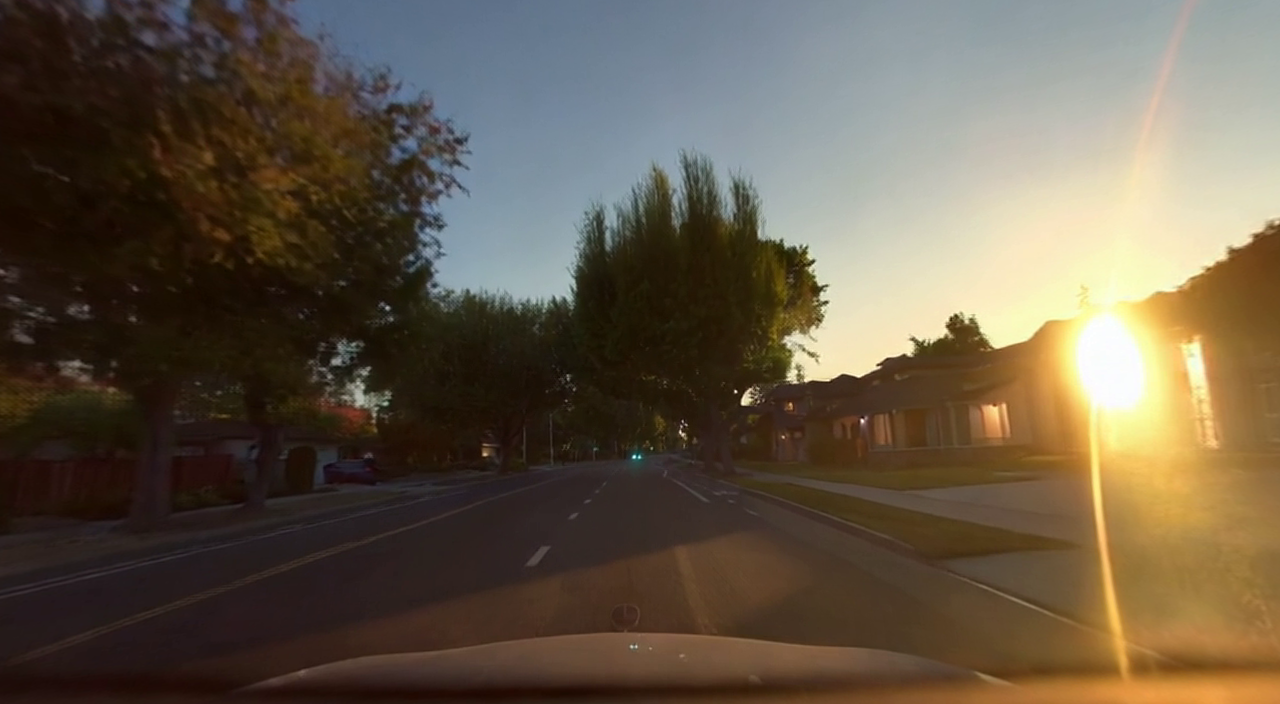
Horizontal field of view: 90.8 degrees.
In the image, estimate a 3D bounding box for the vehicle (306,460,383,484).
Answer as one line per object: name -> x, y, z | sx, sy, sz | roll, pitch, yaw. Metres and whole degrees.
vehicle -> -19.243, 7.812, 41.217 | 4.173, 1.423, 1.657 | 0, -9, 3
